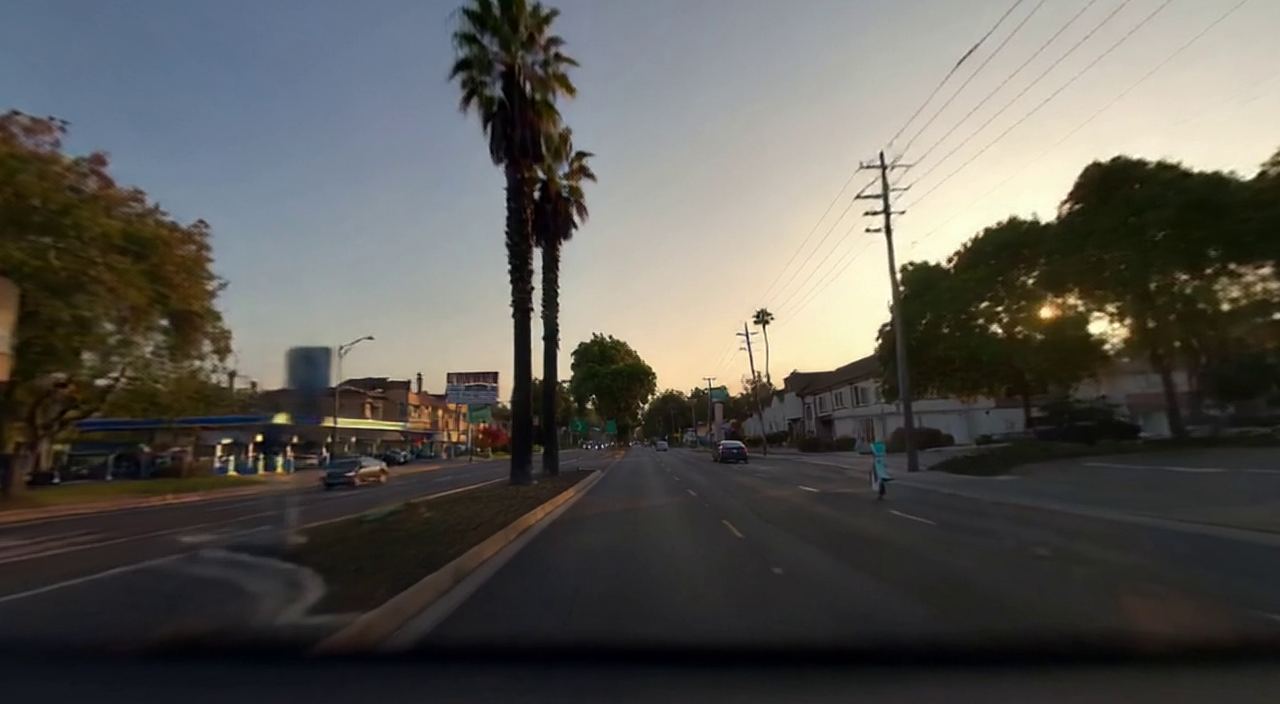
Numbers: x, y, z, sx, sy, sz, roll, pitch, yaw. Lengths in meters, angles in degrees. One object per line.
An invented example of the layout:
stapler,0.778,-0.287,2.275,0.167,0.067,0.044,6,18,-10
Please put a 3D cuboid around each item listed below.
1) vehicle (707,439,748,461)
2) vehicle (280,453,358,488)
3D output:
vehicle,6.298,7.092,45.968,2.261,1.479,4.403,0,-8,-2
vehicle,-16.045,5.904,31.786,1.916,1.545,3.896,0,-8,-2
